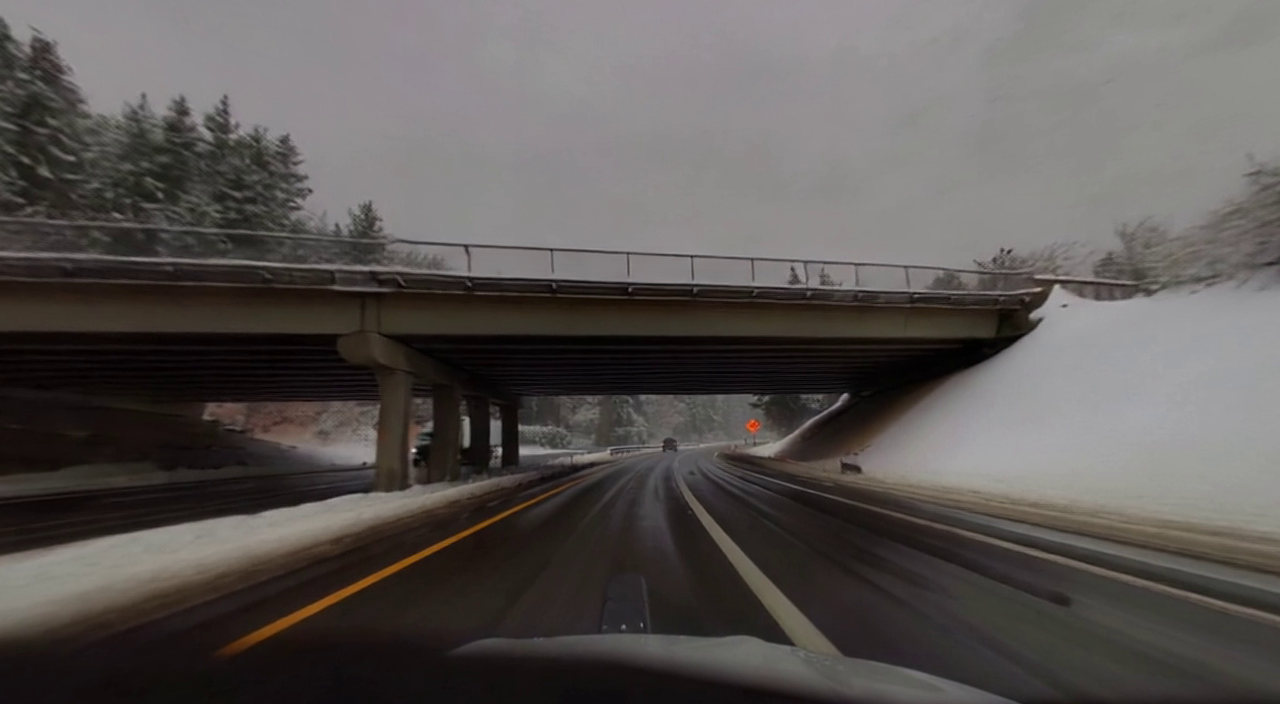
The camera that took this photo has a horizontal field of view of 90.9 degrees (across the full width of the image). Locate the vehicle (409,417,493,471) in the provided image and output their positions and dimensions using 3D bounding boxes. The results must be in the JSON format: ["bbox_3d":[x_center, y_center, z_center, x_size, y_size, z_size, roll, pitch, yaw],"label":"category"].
[{"bbox_3d":[-13.381,6.607,45.507,2.775,3.490,8.472,-1,-8,5],"label":"vehicle"}]
